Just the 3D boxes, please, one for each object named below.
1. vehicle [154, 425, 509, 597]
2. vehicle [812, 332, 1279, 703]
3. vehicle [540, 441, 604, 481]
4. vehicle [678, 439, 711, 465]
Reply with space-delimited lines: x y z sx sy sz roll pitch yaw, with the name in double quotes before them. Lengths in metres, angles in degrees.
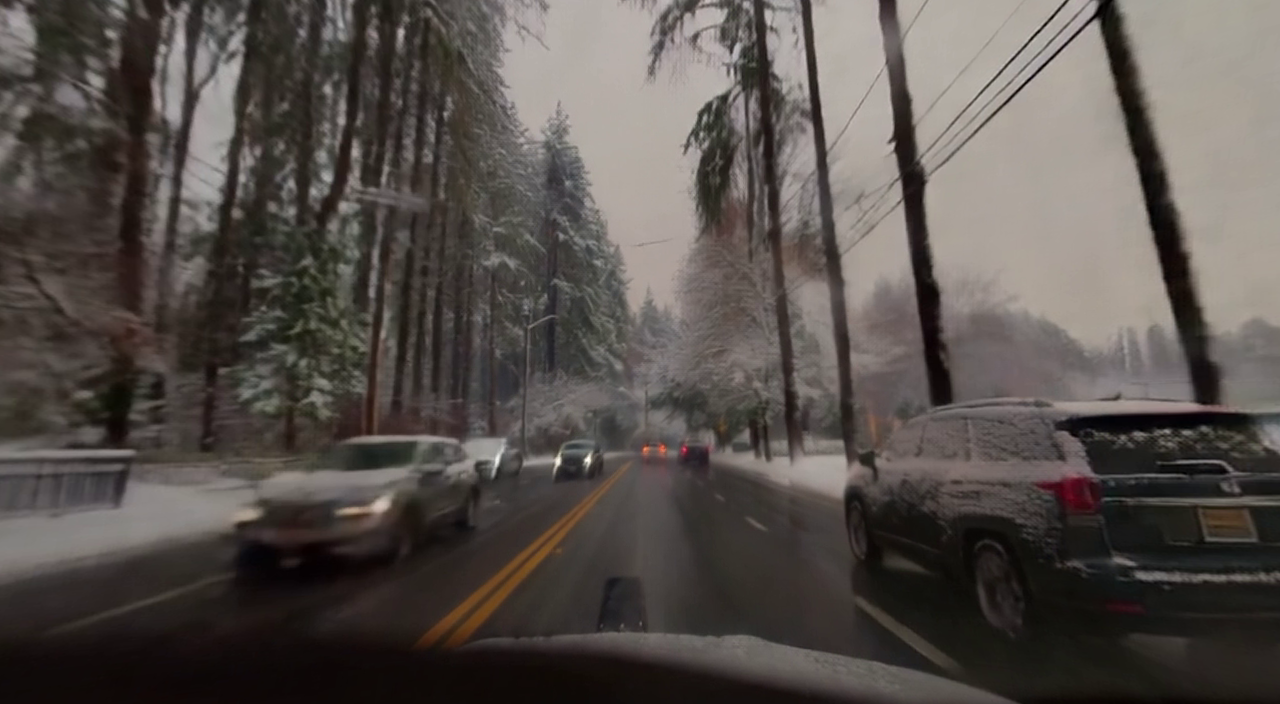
"vehicle" -3.221 1.756 7.882 2.096 1.515 4.481 0 -9 1
"vehicle" 3.329 1.214 5.387 2.219 1.881 5.104 0 -9 0
"vehicle" -2.852 4.709 27.406 2.151 1.540 4.673 0 -9 2
"vehicle" 3.922 7.298 45.764 2.069 1.791 4.422 0 -9 1
